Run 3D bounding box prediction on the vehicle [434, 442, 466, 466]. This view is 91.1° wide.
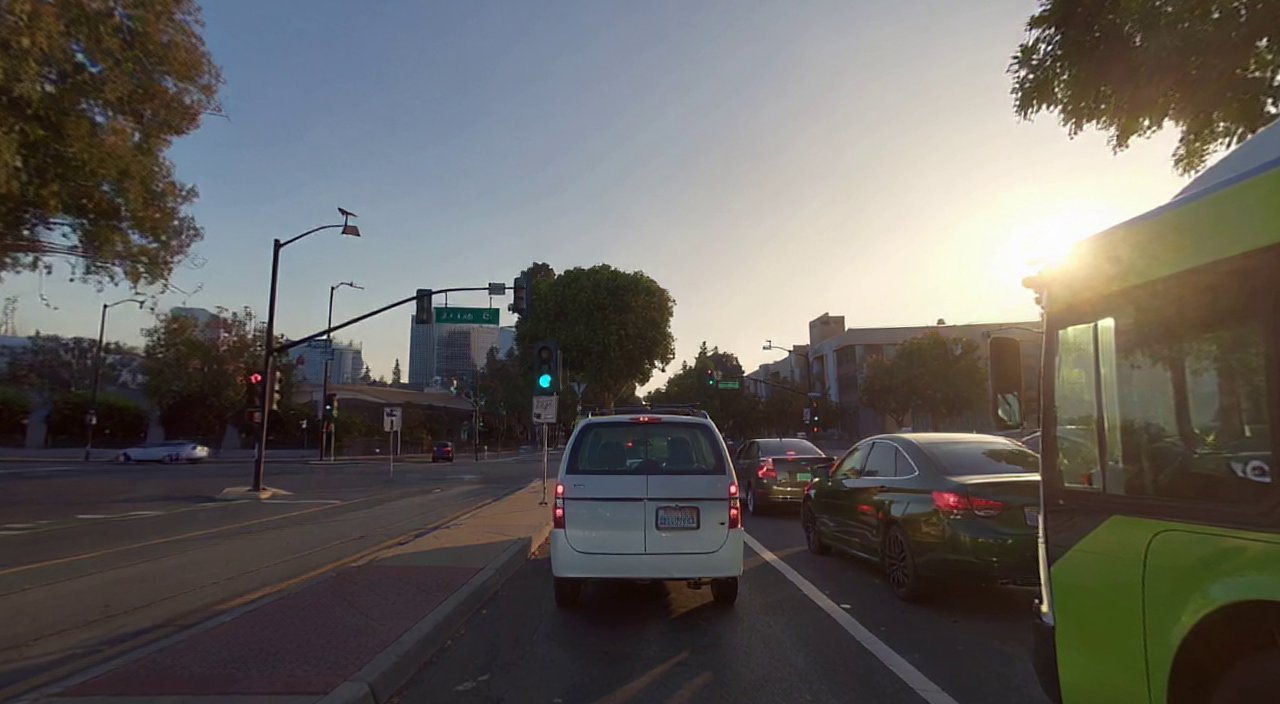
[{"bbox_3d":[-14.345,7.639,47.248,1.924,1.720,4.097,3,-9,-22],"label":"vehicle"}]

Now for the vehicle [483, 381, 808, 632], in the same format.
[{"bbox_3d":[0.017,1.475,7.007,2.381,1.842,4.603,0,-8,-1],"label":"vehicle"}]

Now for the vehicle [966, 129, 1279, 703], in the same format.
[{"bbox_3d":[2.617,0.318,0.425,2.037,2.065,5.037,0,-8,0],"label":"vehicle"}]

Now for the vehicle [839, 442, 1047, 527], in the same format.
[{"bbox_3d":[5.985,2.639,13.223,1.987,1.457,4.675,0,-8,-1],"label":"vehicle"}]
